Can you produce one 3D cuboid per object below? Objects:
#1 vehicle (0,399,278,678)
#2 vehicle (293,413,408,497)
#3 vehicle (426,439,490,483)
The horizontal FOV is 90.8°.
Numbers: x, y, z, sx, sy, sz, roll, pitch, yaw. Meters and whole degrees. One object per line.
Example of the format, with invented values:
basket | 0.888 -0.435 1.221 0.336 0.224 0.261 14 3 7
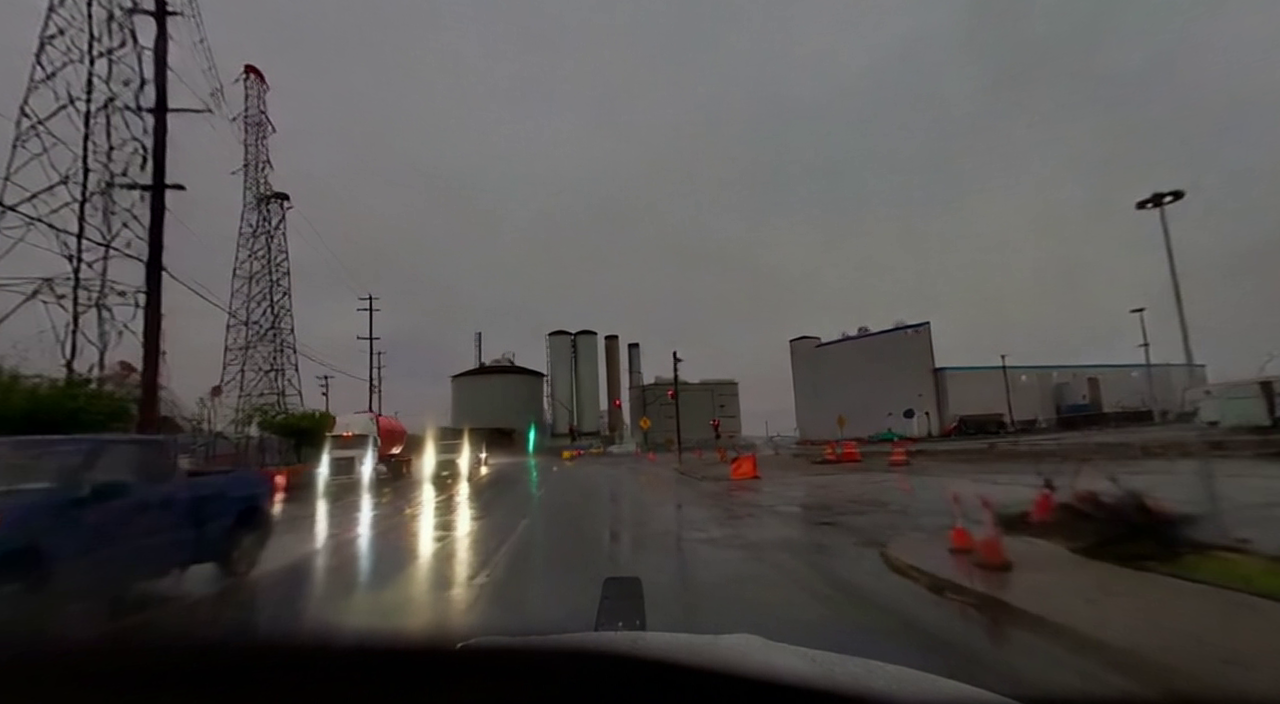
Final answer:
vehicle | -5.206 1.350 5.053 2.079 1.770 4.684 0 -9 -4
vehicle | -12.438 4.509 27.975 2.905 3.133 7.675 2 -9 -12
vehicle | -8.264 4.978 29.231 2.282 1.809 5.297 1 -9 -10
